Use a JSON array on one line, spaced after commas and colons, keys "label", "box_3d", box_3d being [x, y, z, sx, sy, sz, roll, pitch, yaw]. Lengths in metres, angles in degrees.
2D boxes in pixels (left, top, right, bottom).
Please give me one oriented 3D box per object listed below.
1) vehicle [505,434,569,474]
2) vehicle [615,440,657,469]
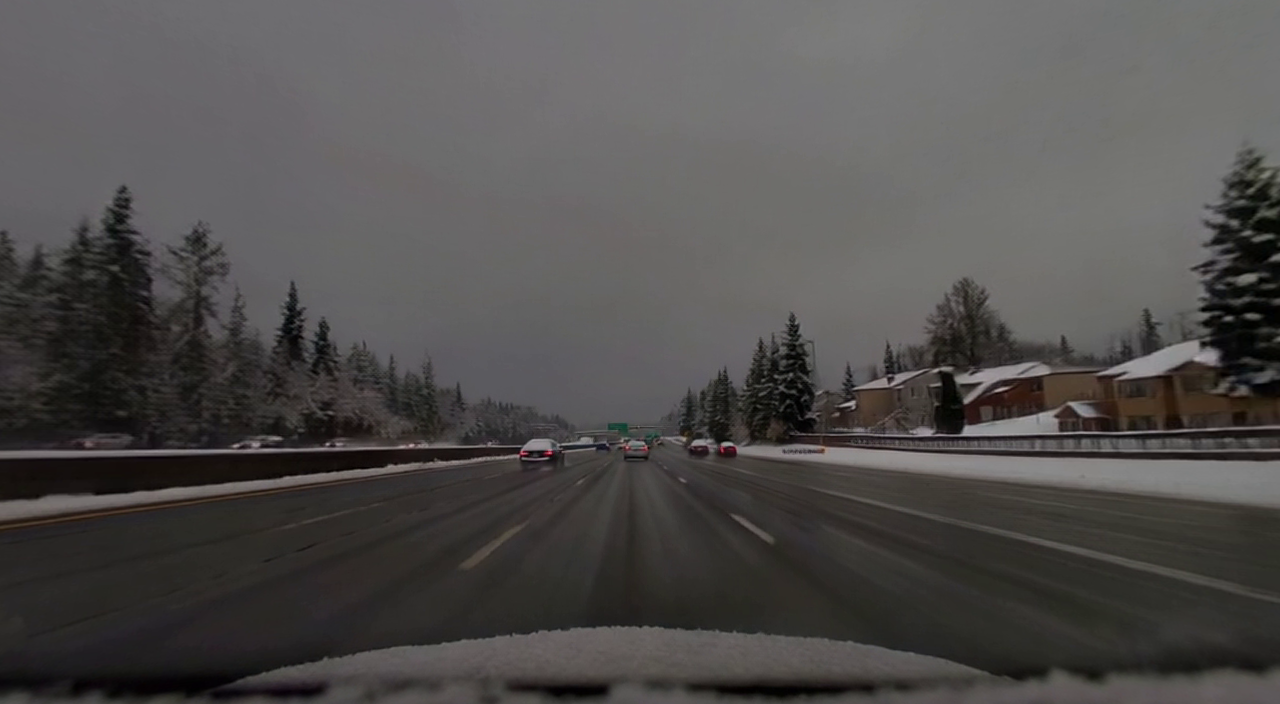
[{"label": "vehicle", "box_3d": [-4.689, 4.710, 29.467, 2.260, 1.706, 4.177, 0, -8, 0]}, {"label": "vehicle", "box_3d": [-0.241, 5.624, 34.827, 2.146, 1.485, 4.332, 0, -8, -1]}]
